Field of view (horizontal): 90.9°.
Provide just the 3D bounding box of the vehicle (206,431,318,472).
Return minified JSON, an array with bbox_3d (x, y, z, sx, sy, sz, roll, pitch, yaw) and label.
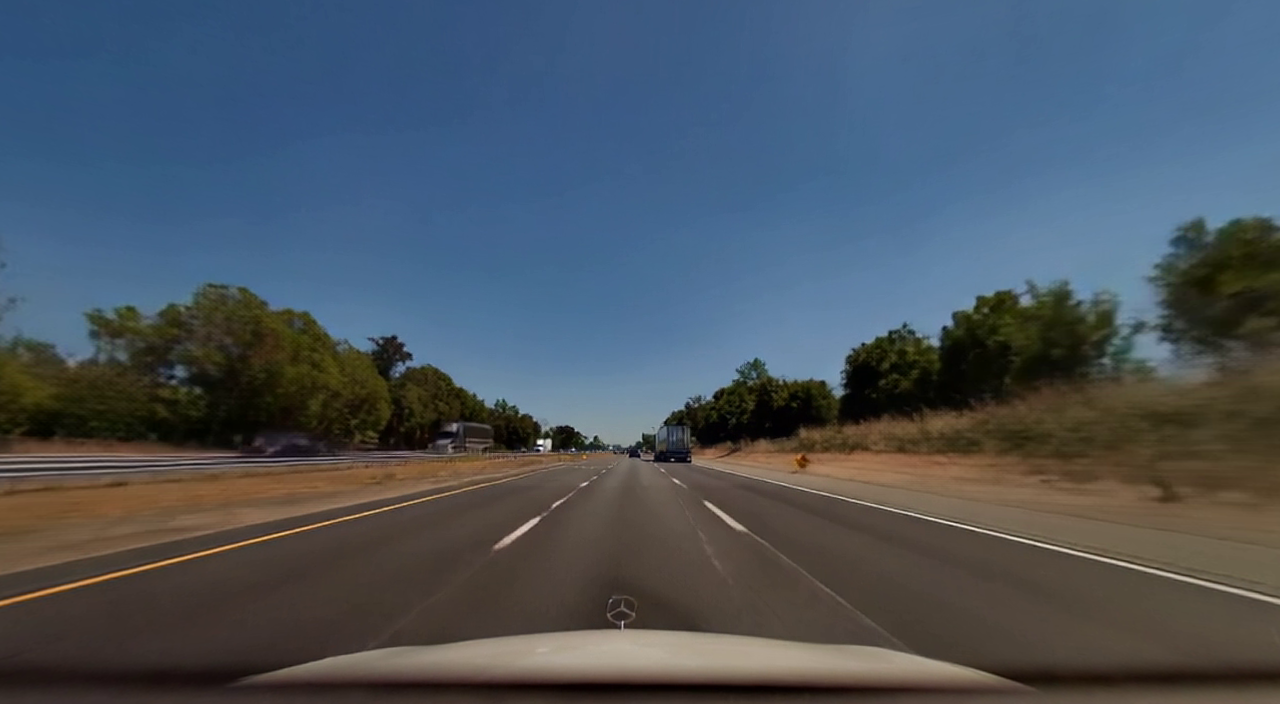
[{"bbox_3d":[-15.366,4.094,25.937,1.893,1.506,4.359,0,-9,-1],"label":"vehicle"}]
